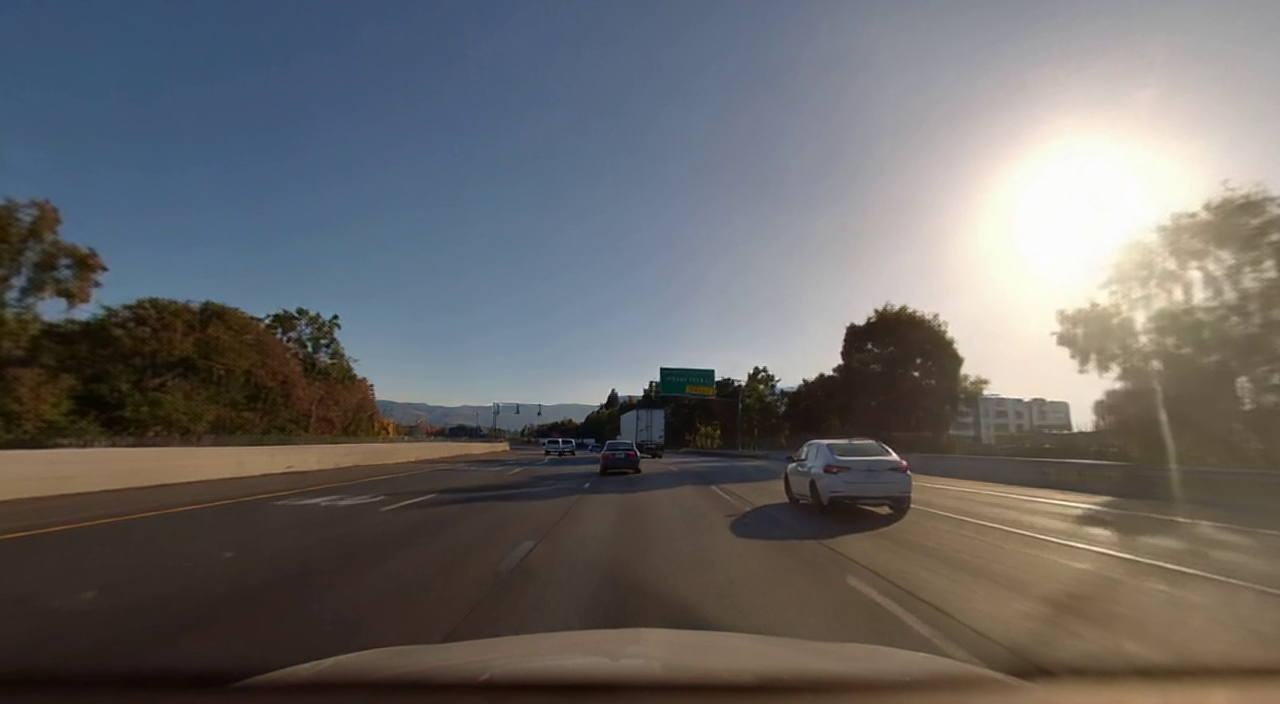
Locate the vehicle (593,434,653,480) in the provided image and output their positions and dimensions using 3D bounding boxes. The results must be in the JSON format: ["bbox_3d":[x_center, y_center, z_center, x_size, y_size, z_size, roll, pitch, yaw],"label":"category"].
[{"bbox_3d":[-0.635,3.850,23.295,2.020,1.516,3.951,0,-9,-2],"label":"vehicle"}]

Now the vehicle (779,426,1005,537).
[{"bbox_3d":[3.902,2.080,10.761,1.971,1.472,4.301,0,-8,-1],"label":"vehicle"}]

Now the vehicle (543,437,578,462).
[{"bbox_3d":[-5.215,6.485,41.962,2.072,1.512,4.043,0,-8,-4],"label":"vehicle"}]
